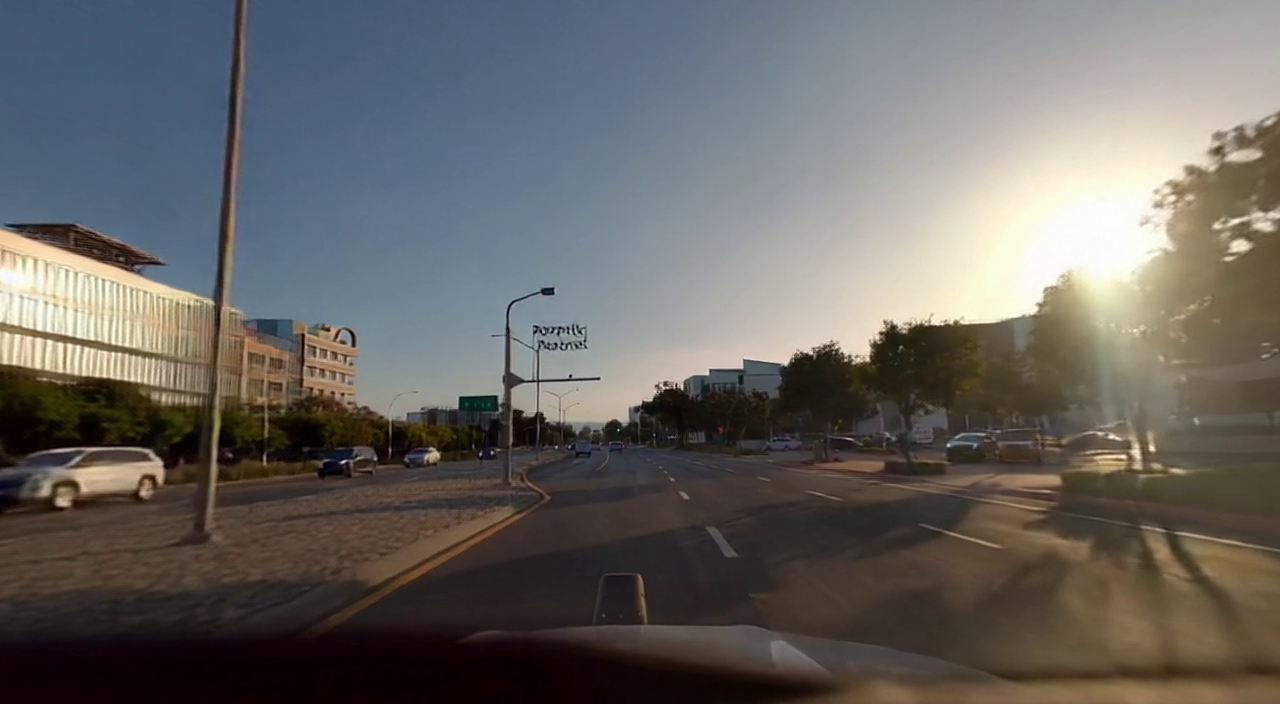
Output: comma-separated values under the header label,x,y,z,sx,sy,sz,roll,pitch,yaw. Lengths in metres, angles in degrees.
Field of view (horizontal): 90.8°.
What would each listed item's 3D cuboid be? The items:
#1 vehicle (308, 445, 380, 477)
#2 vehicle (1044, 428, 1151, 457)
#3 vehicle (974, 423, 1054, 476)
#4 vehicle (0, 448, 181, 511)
label,x,y,z,sx,sy,sz,roll,pitch,yaw
vehicle,-18.267,6.706,39.256,2.041,1.826,4.878,-1,-8,0
vehicle,31.563,6.232,43.696,5.509,1.904,2.614,1,-8,-6
vehicle,17.128,4.427,29.071,1.686,2.284,3.164,0,-7,1
vehicle,-18.613,4.114,20.966,2.575,1.738,5.473,-2,-8,1
